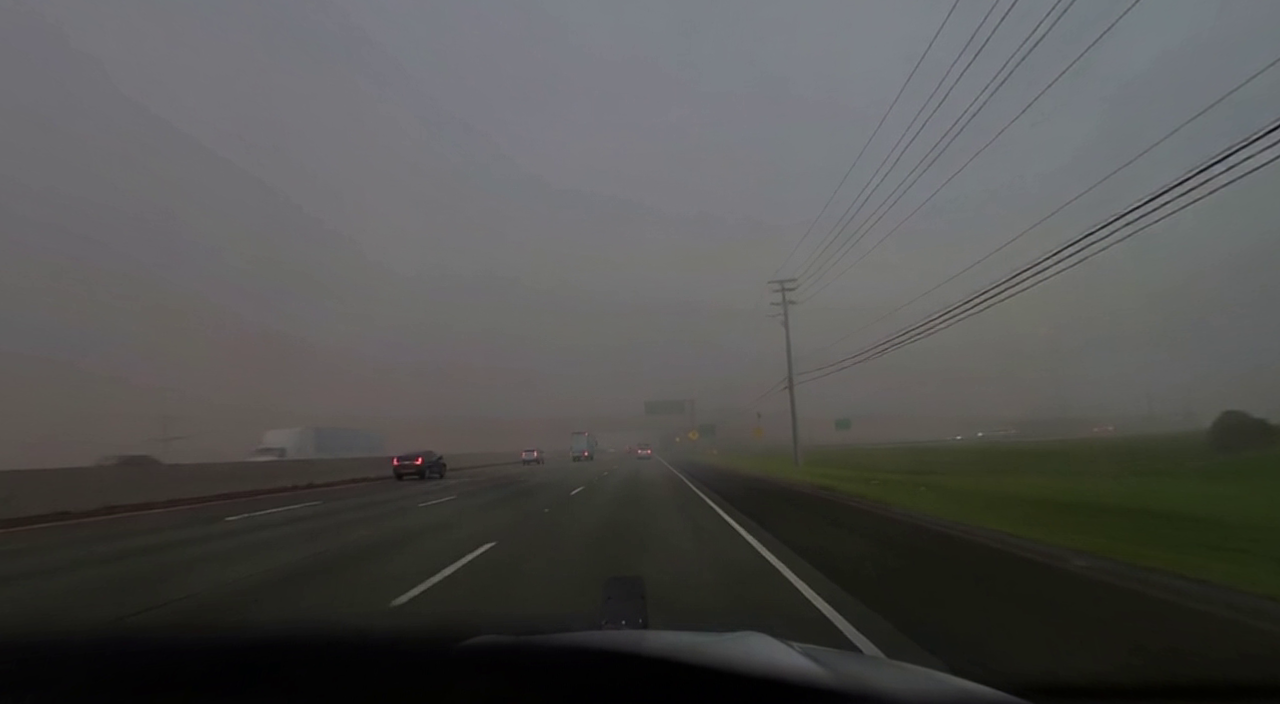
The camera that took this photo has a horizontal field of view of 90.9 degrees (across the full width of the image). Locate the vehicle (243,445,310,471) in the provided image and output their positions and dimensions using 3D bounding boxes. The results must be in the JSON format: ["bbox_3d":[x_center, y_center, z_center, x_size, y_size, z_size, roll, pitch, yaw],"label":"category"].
[{"bbox_3d":[-26.962,7.838,46.961,2.116,1.849,4.552,0,-8,2],"label":"vehicle"}]

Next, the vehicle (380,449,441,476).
[{"bbox_3d":[-13.829,6.666,38.302,1.988,1.477,4.442,0,-8,1],"label":"vehicle"}]

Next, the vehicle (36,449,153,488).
[{"bbox_3d":[-23.407,4.982,27.250,1.647,1.538,3.731,0,-8,1],"label":"vehicle"}]
